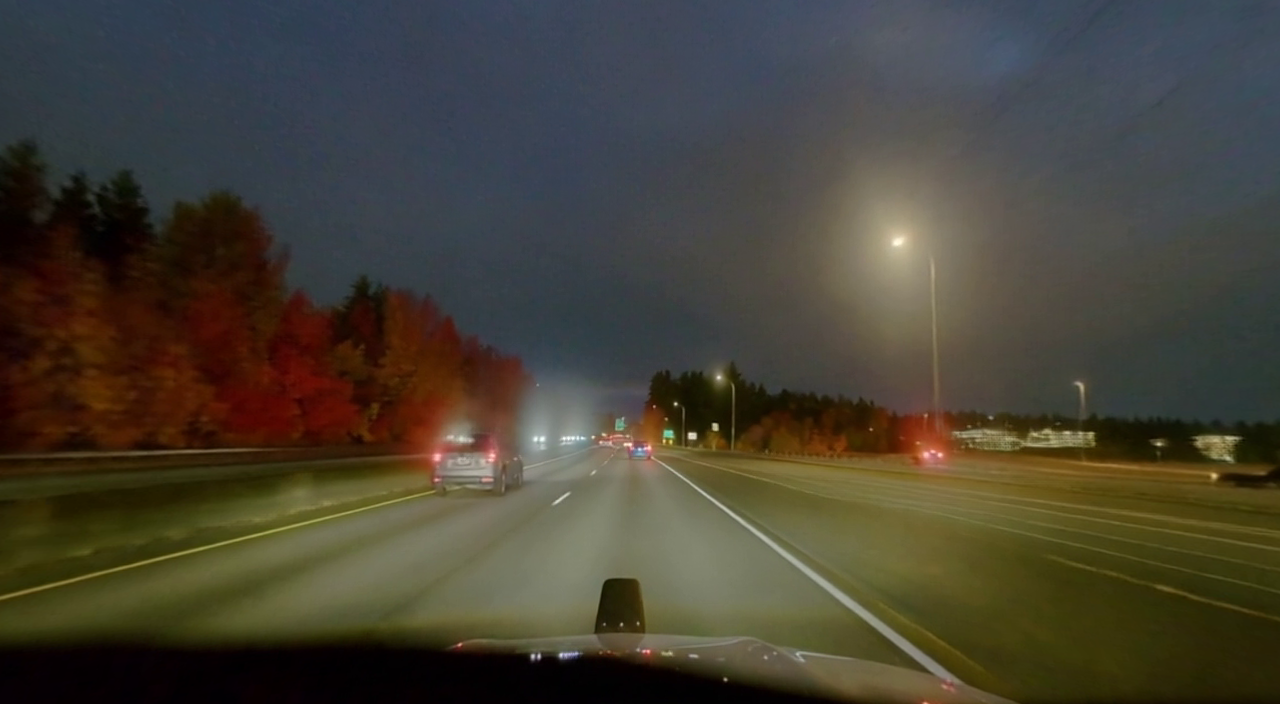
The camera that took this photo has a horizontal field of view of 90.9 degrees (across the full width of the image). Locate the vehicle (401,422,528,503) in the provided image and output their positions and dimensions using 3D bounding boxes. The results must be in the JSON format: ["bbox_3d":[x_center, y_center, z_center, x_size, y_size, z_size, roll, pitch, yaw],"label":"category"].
[{"bbox_3d":[-4.168,2.683,15.724,1.924,1.720,4.195,0,-8,0],"label":"vehicle"}]

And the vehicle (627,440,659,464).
[{"bbox_3d":[0.179,6.455,40.772,1.939,1.497,3.863,0,-8,-1],"label":"vehicle"}]
